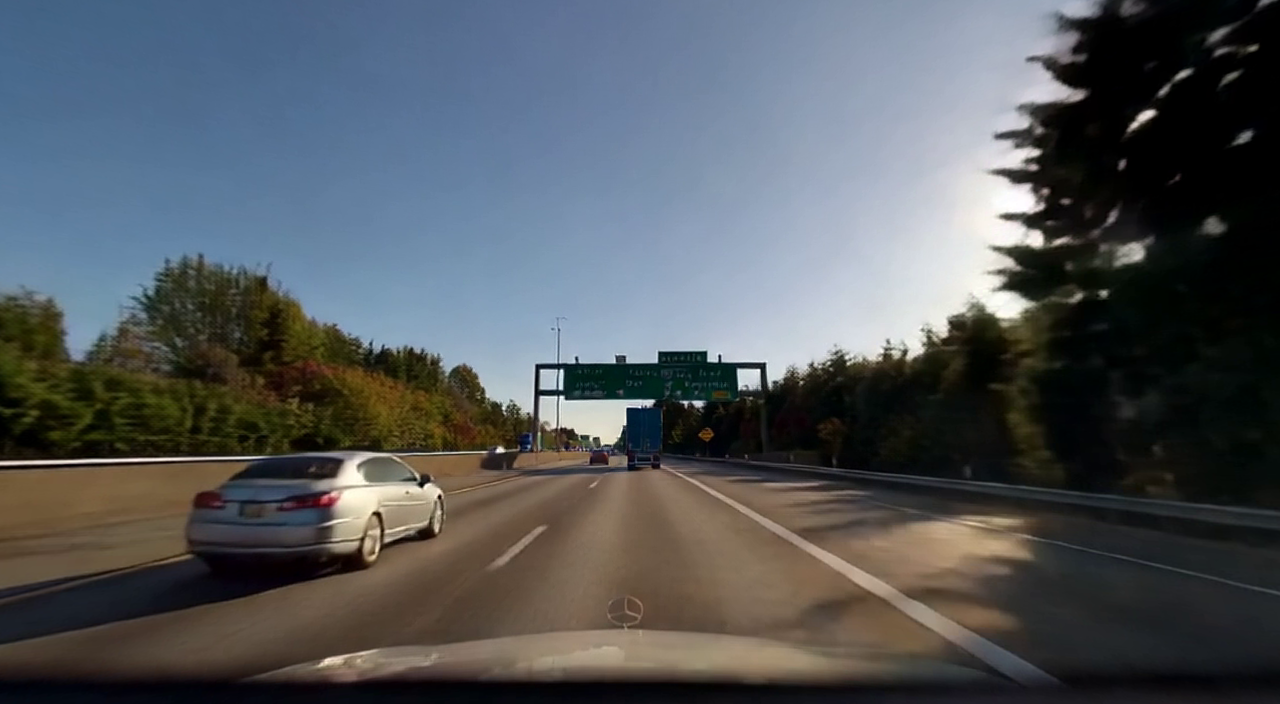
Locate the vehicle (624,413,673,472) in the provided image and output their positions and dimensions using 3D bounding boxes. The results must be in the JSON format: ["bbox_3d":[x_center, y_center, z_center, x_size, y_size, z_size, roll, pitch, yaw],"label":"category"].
[{"bbox_3d":[0.417,6.273,43.386,2.893,3.628,9.081,0,-9,-2],"label":"vehicle"}]

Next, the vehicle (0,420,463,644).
[{"bbox_3d":[-3.779,1.640,6.965,2.114,1.523,5.110,0,-9,1],"label":"vehicle"}]
